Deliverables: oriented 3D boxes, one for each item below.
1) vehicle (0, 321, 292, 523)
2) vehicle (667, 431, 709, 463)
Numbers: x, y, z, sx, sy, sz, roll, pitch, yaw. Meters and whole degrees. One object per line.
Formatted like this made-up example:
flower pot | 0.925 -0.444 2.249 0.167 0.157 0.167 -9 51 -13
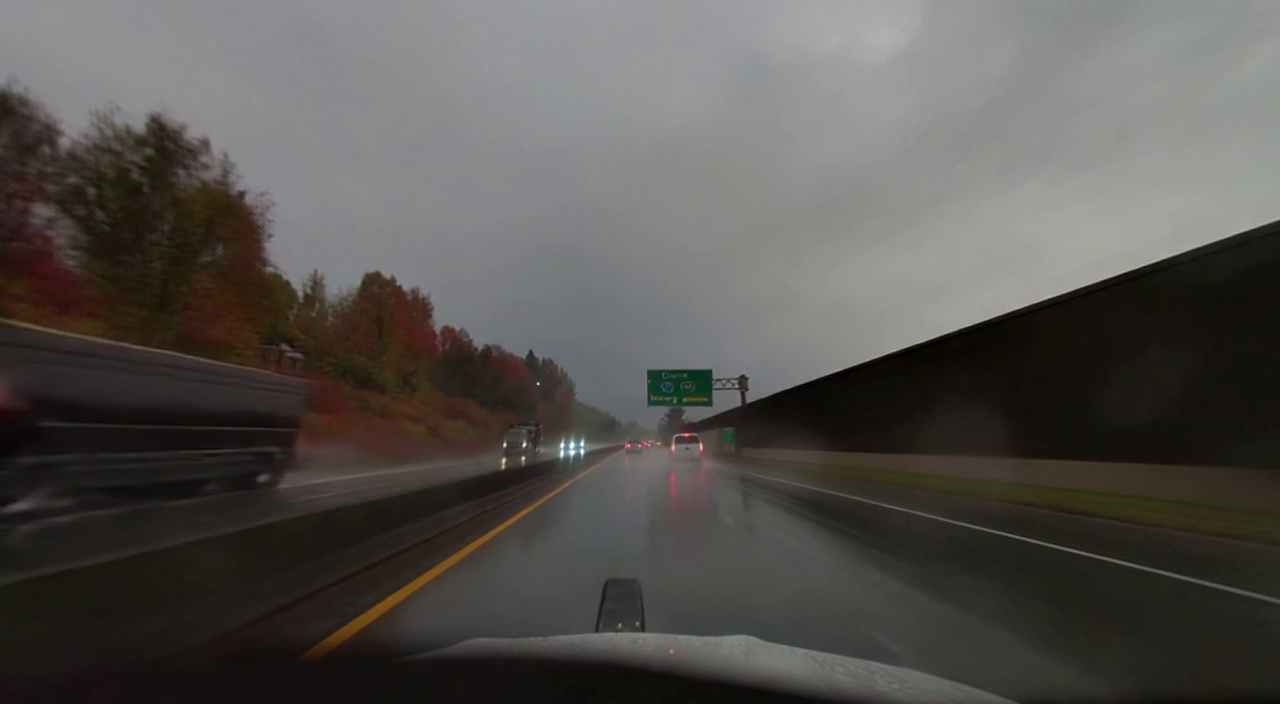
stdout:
vehicle | -12.448 1.833 15.674 2.851 3.723 8.024 0 -8 0
vehicle | 3.247 6.595 43.722 2.393 2.072 4.958 0 -8 -2
